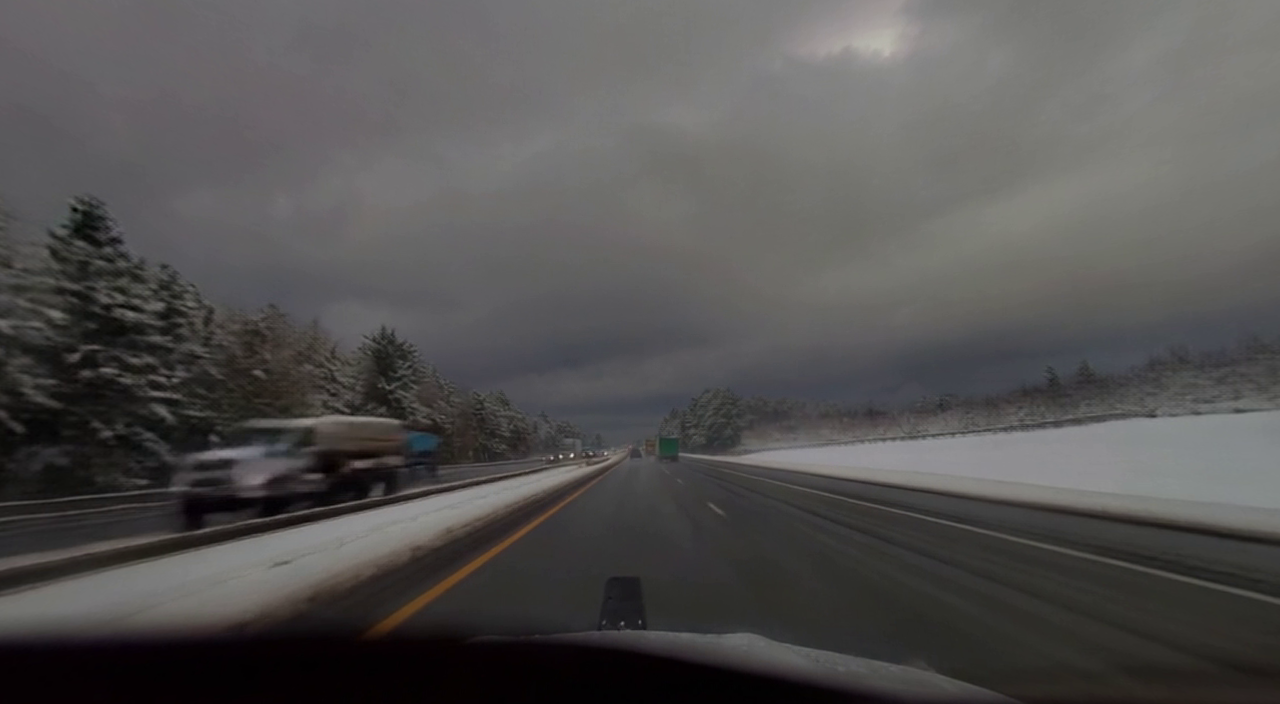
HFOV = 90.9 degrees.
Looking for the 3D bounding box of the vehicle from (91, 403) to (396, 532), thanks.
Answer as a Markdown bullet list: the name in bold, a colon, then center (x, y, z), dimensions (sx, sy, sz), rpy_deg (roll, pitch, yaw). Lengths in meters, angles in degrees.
- **vehicle**: center (-8.531, 2.637, 14.981), dimensions (2.544, 2.305, 7.154), rpy_deg (0, -9, 1)
